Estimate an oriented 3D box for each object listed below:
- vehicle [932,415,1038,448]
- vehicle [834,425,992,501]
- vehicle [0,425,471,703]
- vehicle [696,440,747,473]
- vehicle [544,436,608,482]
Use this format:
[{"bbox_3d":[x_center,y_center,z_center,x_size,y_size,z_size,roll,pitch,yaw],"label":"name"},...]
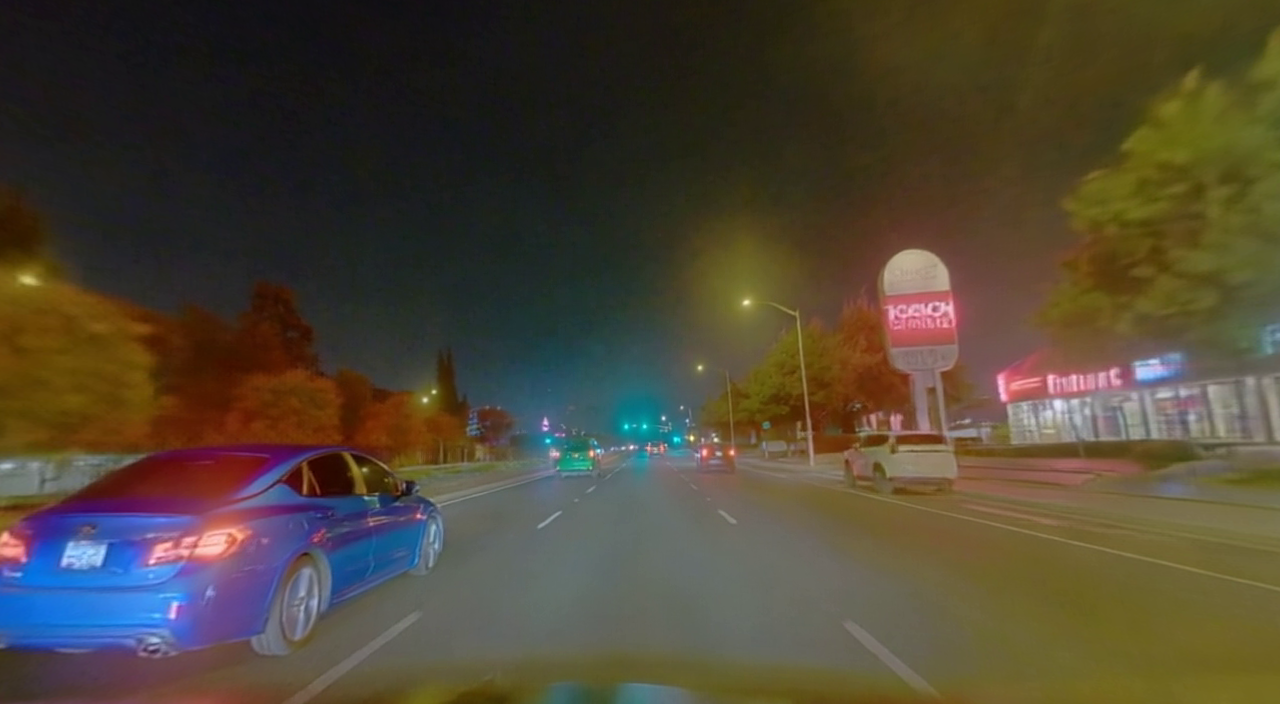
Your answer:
[{"bbox_3d":[21.227,4.943,38.932,5.166,1.870,2.317,0,-10,-2],"label":"vehicle"},{"bbox_3d":[7.323,3.035,17.651,2.198,1.788,4.941,0,-8,0],"label":"vehicle"},{"bbox_3d":[-3.152,1.449,5.435,1.956,1.460,4.802,0,-8,1],"label":"vehicle"},{"bbox_3d":[3.877,5.038,30.604,1.904,1.490,4.299,0,-8,0],"label":"vehicle"},{"bbox_3d":[-2.650,4.584,27.283,2.193,1.788,4.603,0,-8,1],"label":"vehicle"}]
